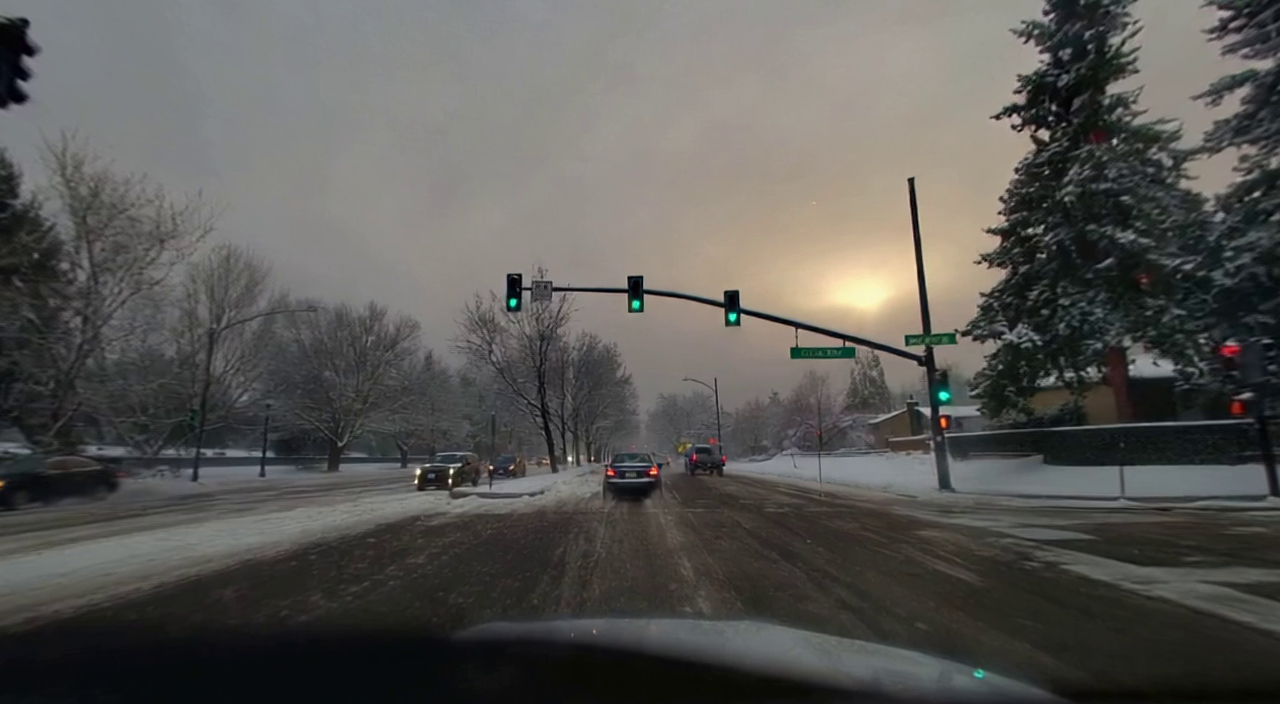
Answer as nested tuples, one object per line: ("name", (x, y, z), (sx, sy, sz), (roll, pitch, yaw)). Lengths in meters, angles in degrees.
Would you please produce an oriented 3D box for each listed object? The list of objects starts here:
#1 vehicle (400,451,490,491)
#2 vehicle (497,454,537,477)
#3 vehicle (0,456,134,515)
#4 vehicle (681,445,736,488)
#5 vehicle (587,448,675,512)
("vehicle", (-8.153, 5.026, 26.891), (2.121, 1.513, 4.832), (0, -9, 2))
("vehicle", (-8.751, 8.089, 45.254), (2.035, 1.463, 4.527), (0, -8, 0))
("vehicle", (-18.238, 3.952, 19.074), (1.902, 1.475, 4.731), (0, -8, 0))
("vehicle", (3.135, 5.335, 29.861), (2.073, 1.822, 4.276), (0, -8, -1))
("vehicle", (-0.203, 3.433, 17.428), (2.140, 1.474, 4.026), (0, -8, 1))
